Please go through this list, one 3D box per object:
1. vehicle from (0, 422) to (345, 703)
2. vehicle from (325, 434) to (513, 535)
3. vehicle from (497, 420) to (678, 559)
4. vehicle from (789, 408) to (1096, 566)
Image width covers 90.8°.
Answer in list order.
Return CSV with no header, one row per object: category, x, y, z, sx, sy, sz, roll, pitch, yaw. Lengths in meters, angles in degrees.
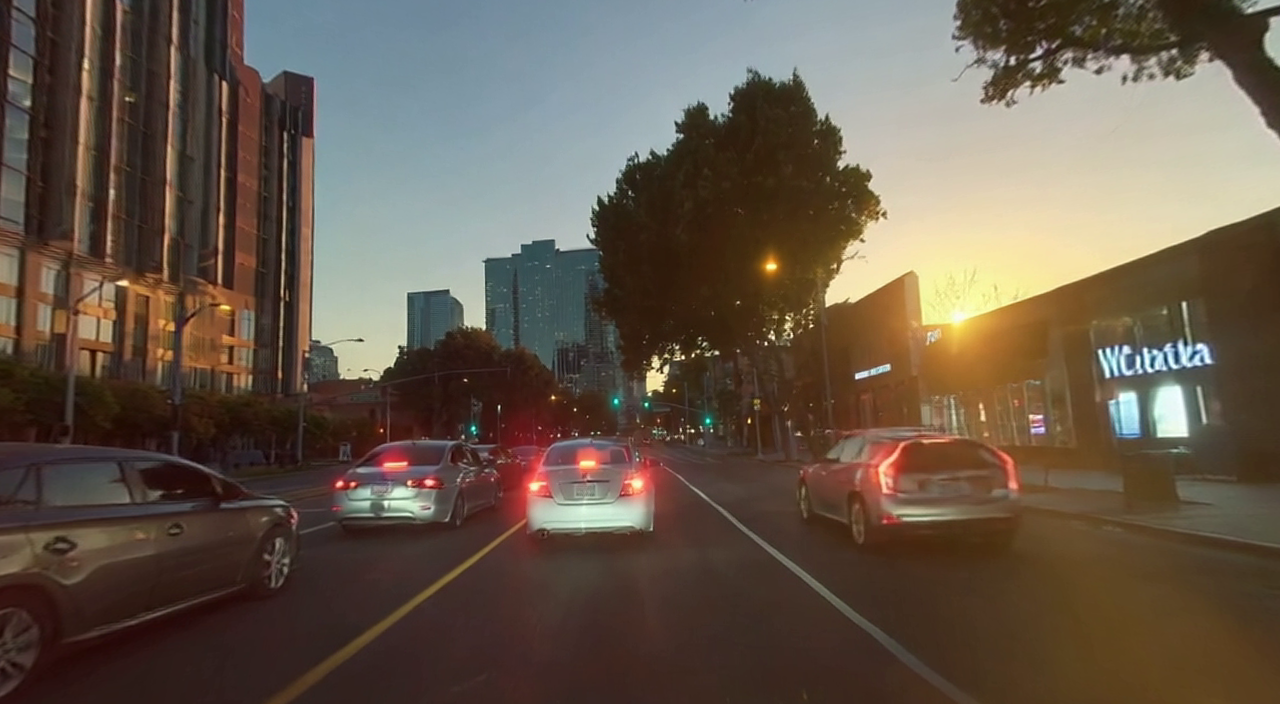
vehicle,-4.127,1.271,4.343,2.020,1.457,4.496,0,-9,0
vehicle,-3.730,2.300,11.570,1.950,1.487,4.130,0,-9,0
vehicle,-0.615,1.855,9.174,2.042,1.555,3.912,0,-9,-1
vehicle,3.731,1.757,8.920,2.097,1.651,4.300,0,-9,-1
